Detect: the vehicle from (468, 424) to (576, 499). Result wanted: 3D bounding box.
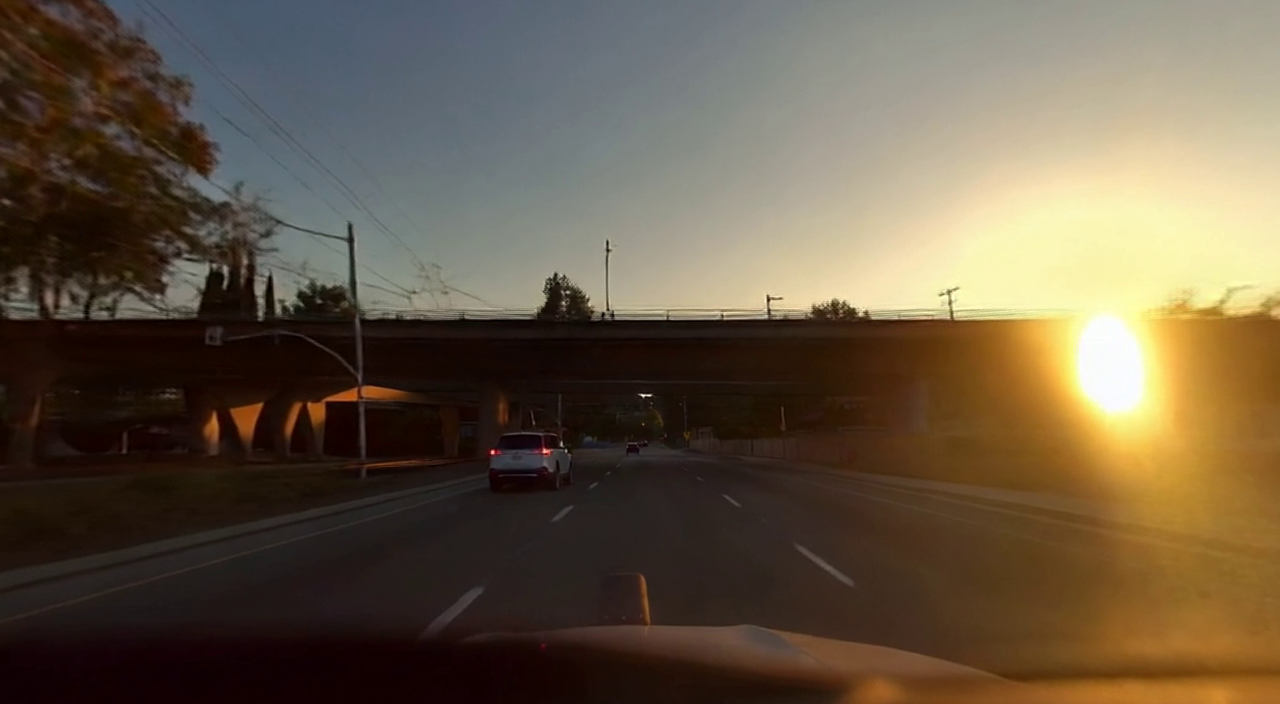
[{"bbox_3d":[-2.939,2.842,16.621,1.882,1.704,4.335,0,-8,2],"label":"vehicle"}]
